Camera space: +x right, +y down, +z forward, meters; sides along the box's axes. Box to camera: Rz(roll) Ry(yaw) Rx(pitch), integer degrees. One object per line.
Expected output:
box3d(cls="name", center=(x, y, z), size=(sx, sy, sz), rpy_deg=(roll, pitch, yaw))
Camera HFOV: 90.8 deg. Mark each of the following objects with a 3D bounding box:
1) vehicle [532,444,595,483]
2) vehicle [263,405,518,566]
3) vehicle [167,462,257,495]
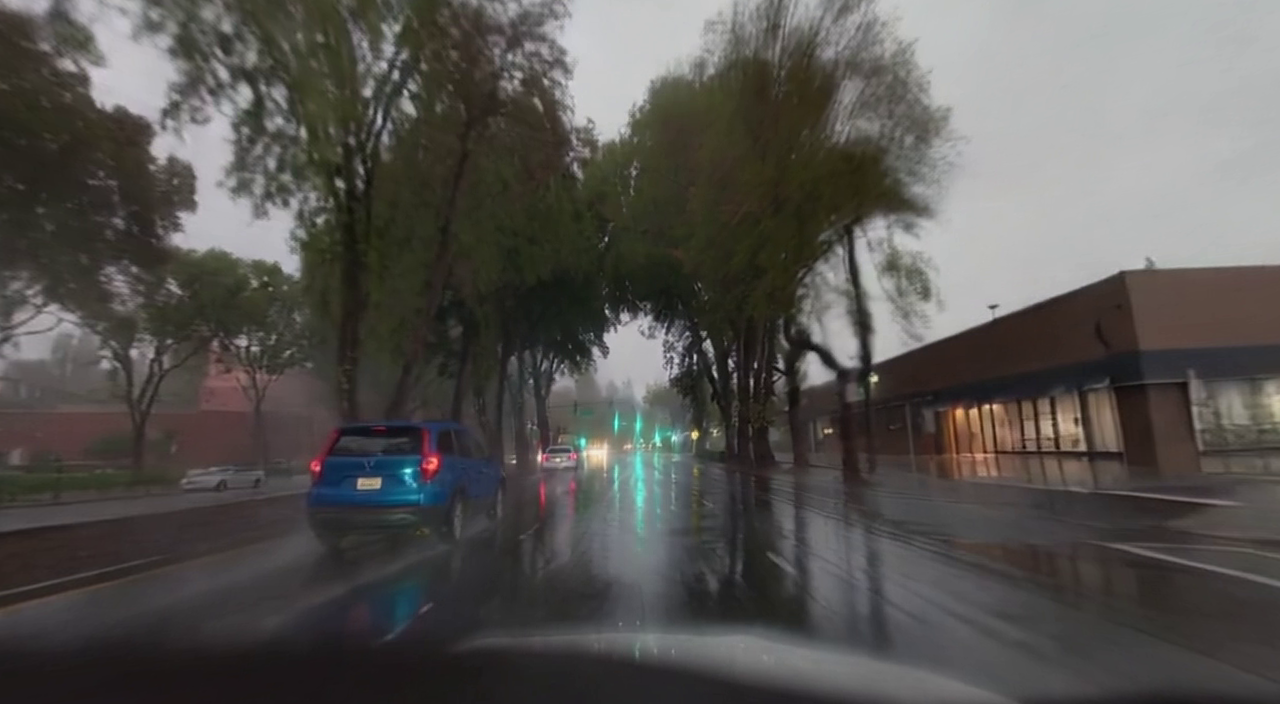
box3d(cls="vehicle", center=(-3.106, 4.641, 26.703), size=(2.069, 1.470, 4.601), rpy_deg=(0, -8, 0))
box3d(cls="vehicle", center=(-3.282, 1.855, 9.478), size=(2.042, 1.817, 4.364), rpy_deg=(0, -9, 0))
box3d(cls="vehicle", center=(-22.791, 6.727, 33.828), size=(1.741, 1.505, 4.346), rpy_deg=(-1, -9, 0))
